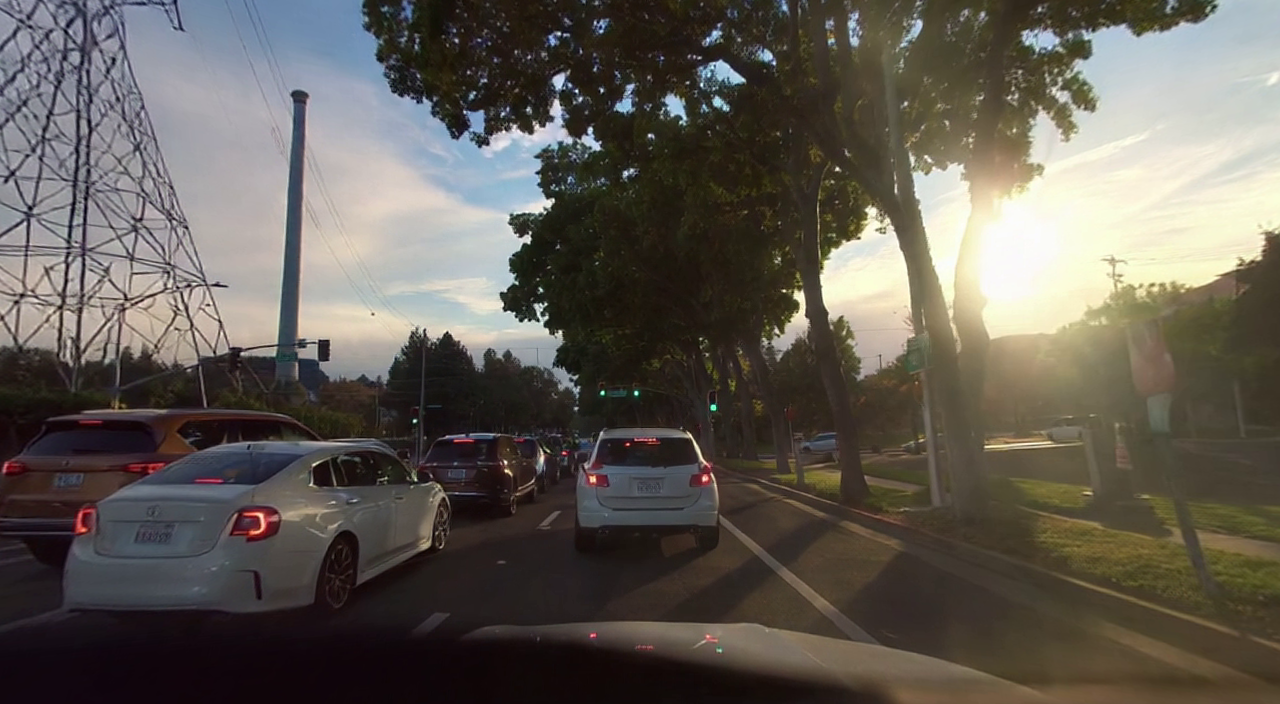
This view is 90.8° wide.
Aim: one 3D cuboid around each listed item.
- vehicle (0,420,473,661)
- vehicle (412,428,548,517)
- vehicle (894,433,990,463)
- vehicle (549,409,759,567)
[{"bbox_3d":[-3.175,1.495,6.205,1.973,1.469,4.448,0,-8,-2],"label":"vehicle"},{"bbox_3d":[-3.255,2.522,13.672,1.997,1.636,3.760,0,-8,-1],"label":"vehicle"},{"bbox_3d":[15.093,4.802,31.705,3.858,1.437,1.899,0,-8,-4],"label":"vehicle"},{"bbox_3d":[0.085,1.766,8.944,2.239,1.661,4.224,0,-8,-2],"label":"vehicle"}]
